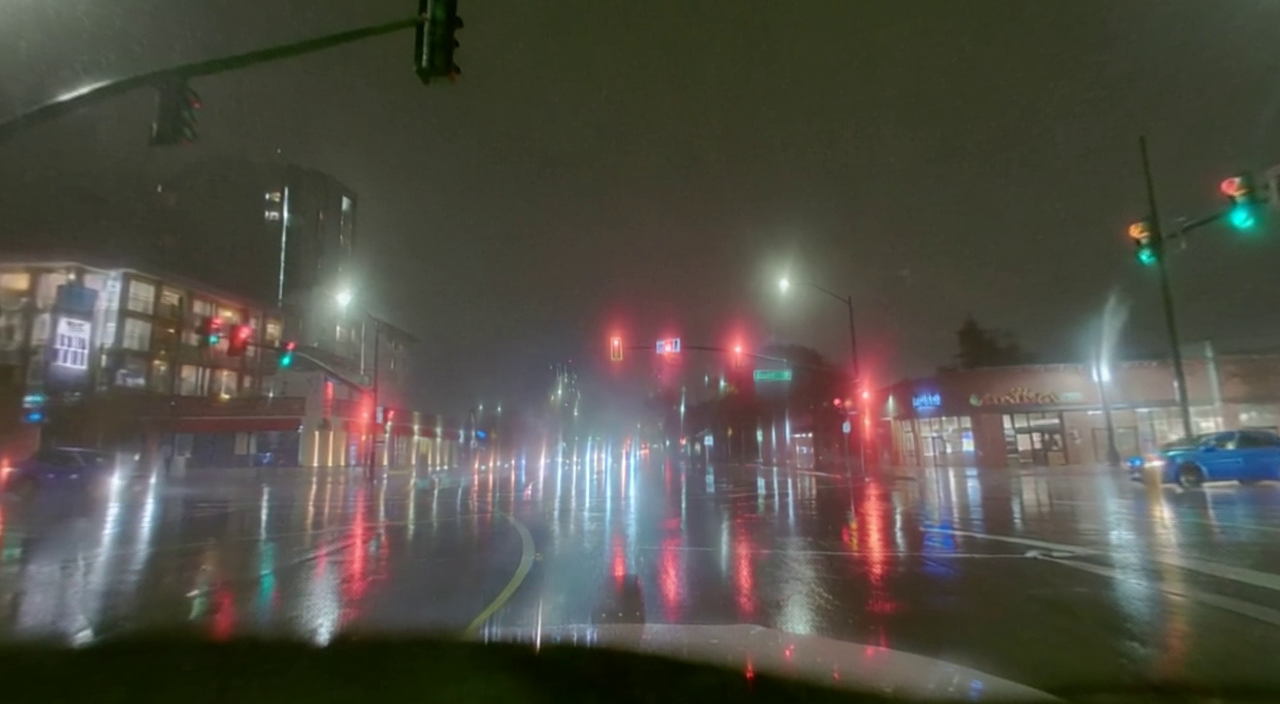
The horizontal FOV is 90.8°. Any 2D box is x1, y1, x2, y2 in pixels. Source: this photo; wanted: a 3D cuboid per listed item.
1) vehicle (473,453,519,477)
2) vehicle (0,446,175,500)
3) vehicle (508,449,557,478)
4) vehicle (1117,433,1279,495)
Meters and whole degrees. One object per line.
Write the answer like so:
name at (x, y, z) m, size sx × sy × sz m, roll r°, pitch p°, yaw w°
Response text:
vehicle at (-9.820, 7.734, 43.431) m, size 2.106 × 1.505 × 4.228 m, roll 0°, pitch -9°, yaw 0°
vehicle at (-21.137, 4.589, 24.214) m, size 5.161 × 1.910 × 2.275 m, roll -2°, pitch -9°, yaw 11°
vehicle at (-6.754, 7.055, 40.180) m, size 2.181 × 1.703 × 4.512 m, roll -1°, pitch -9°, yaw 2°
vehicle at (15.434, 2.843, 16.197) m, size 4.651 × 1.463 × 1.880 m, roll -2°, pitch -9°, yaw 8°
